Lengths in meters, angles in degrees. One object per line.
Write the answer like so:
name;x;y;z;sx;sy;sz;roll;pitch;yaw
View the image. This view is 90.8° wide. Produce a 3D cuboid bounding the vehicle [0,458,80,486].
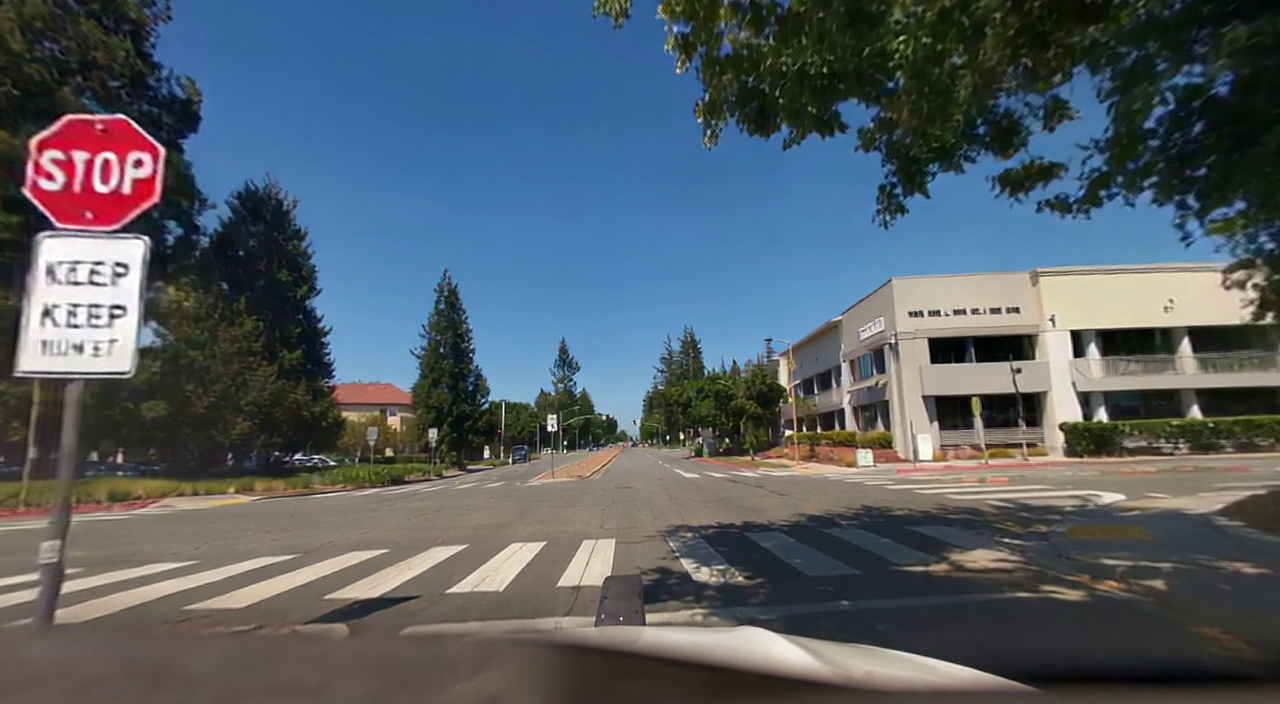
vehicle;-36.977;7.261;38.487;1.871;1.523;4.028;0;-9;2
